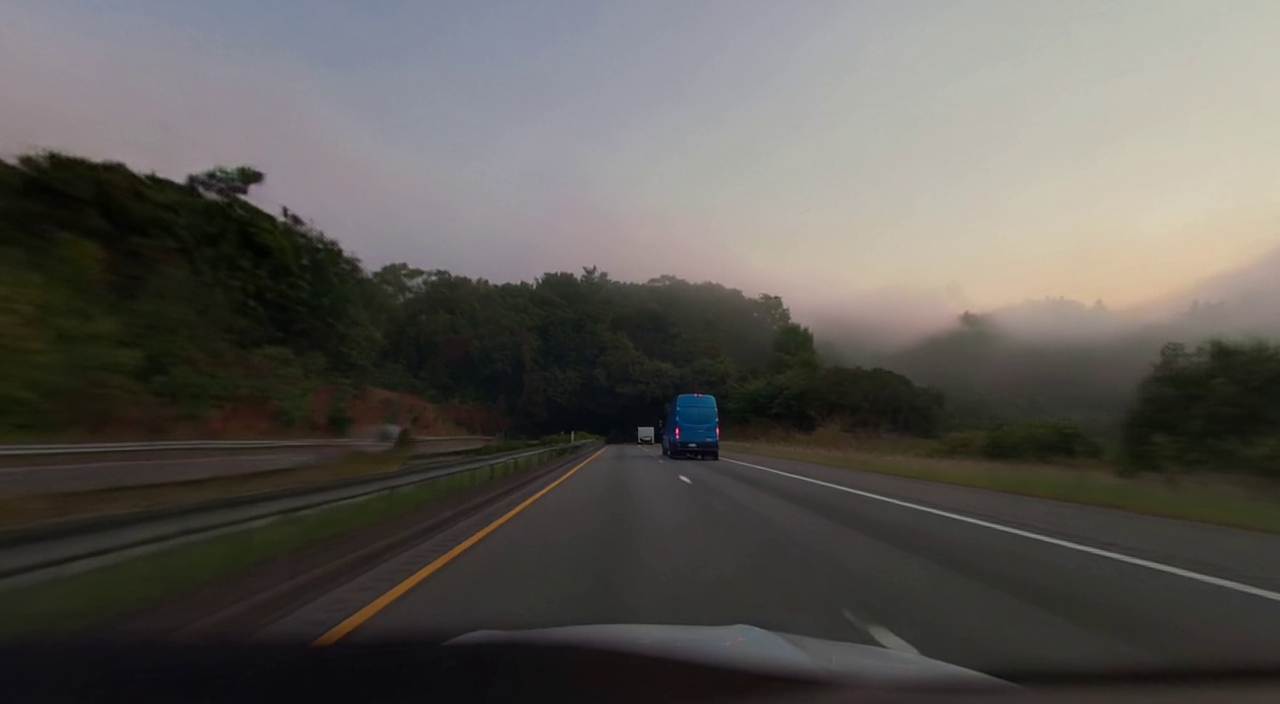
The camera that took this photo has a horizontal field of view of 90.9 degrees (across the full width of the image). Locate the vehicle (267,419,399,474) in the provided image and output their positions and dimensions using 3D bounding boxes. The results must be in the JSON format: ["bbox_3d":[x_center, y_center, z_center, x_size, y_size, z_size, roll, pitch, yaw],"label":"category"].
[{"bbox_3d":[-9.086,2.831,19.125,1.865,1.454,4.375,0,-8,-1],"label":"vehicle"}]

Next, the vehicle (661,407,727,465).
[{"bbox_3d":[2.524,4.199,31.628,2.570,2.596,6.082,0,-8,-2],"label":"vehicle"}]
